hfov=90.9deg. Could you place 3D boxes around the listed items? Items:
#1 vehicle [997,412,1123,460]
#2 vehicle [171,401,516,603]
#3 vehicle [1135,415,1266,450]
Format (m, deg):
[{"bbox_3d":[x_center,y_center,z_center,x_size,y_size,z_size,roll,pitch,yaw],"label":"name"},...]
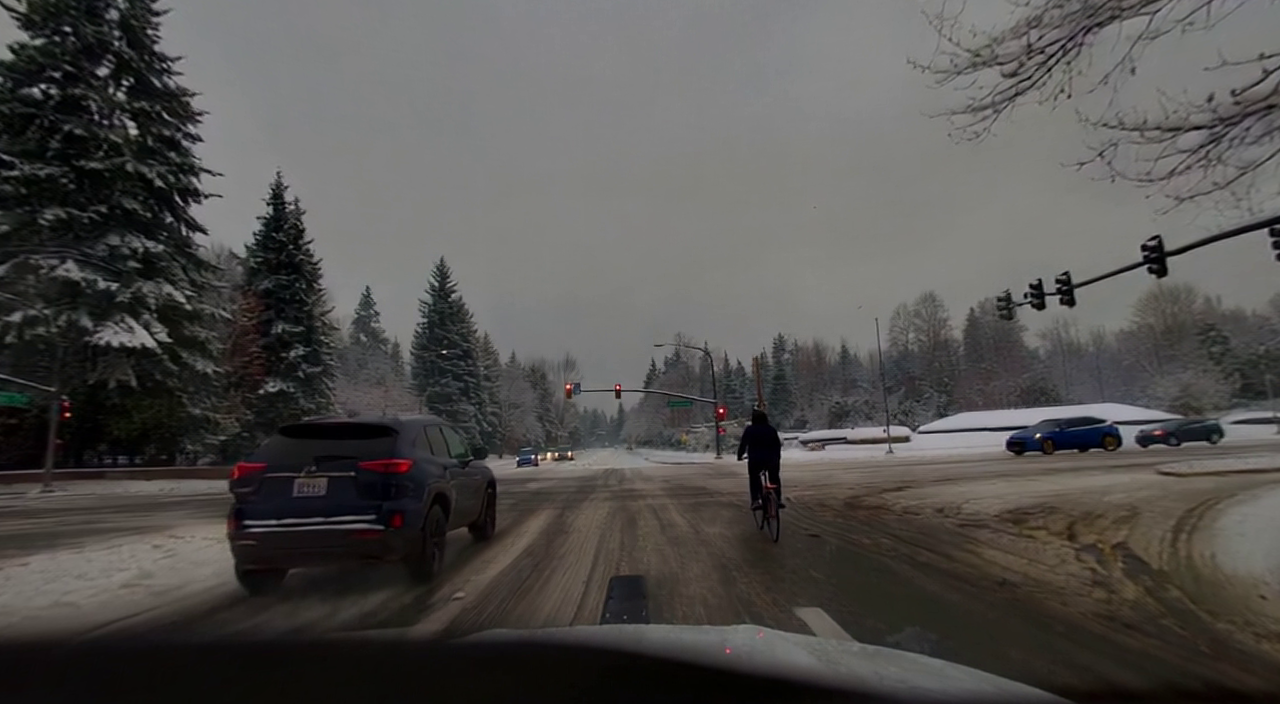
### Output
[{"bbox_3d":[18.582,3.729,27.996,4.237,1.948,1.997,0,-9,-9],"label":"vehicle"},{"bbox_3d":[-3.059,1.658,7.904,2.049,1.756,4.602,0,-8,0],"label":"vehicle"},{"bbox_3d":[25.745,3.748,29.024,4.716,1.507,1.904,2,-9,-11],"label":"vehicle"}]
